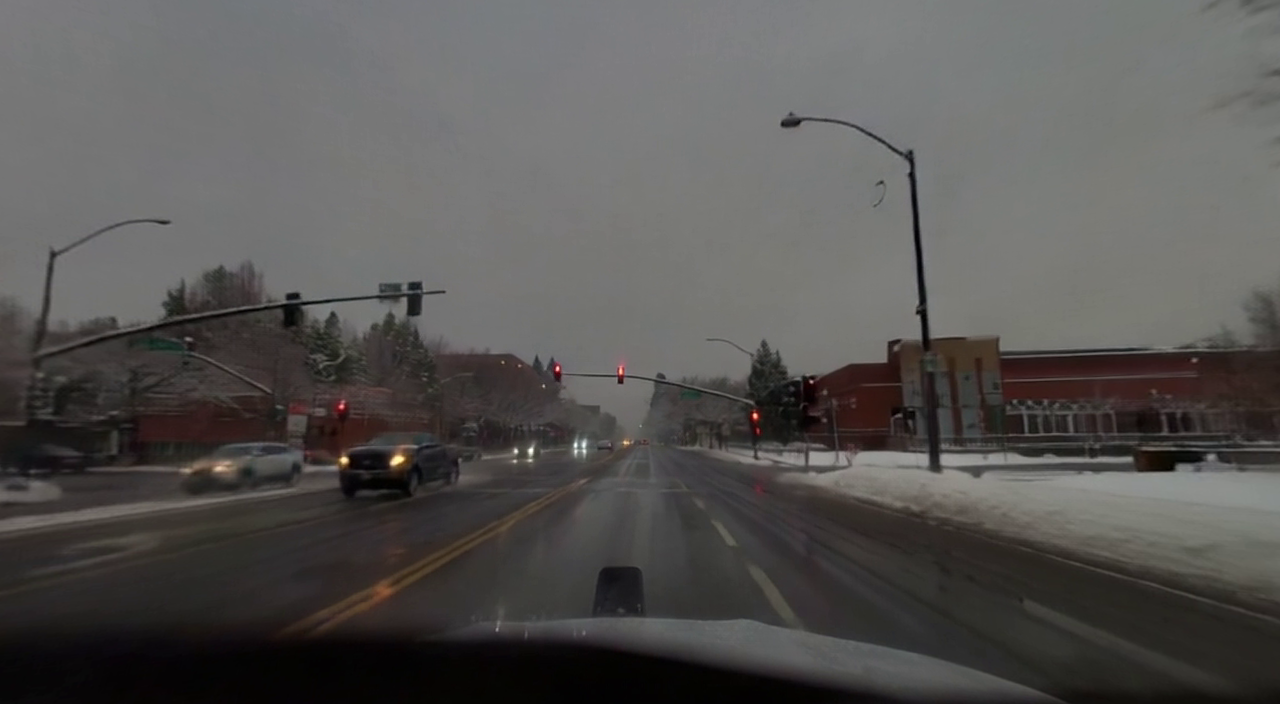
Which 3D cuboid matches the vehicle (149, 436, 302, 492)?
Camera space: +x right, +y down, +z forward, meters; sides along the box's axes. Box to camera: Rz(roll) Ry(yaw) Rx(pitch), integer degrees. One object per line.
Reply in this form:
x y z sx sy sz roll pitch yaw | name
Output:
-14.695 3.976 22.881 2.167 1.787 4.882 0 -9 1 | vehicle

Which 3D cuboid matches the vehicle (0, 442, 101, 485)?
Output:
-30.990 5.697 32.157 4.957 1.928 2.203 -2 -8 -5 | vehicle

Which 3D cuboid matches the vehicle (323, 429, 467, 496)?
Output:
-6.891 3.163 18.422 2.262 1.708 4.466 0 -9 2 | vehicle
